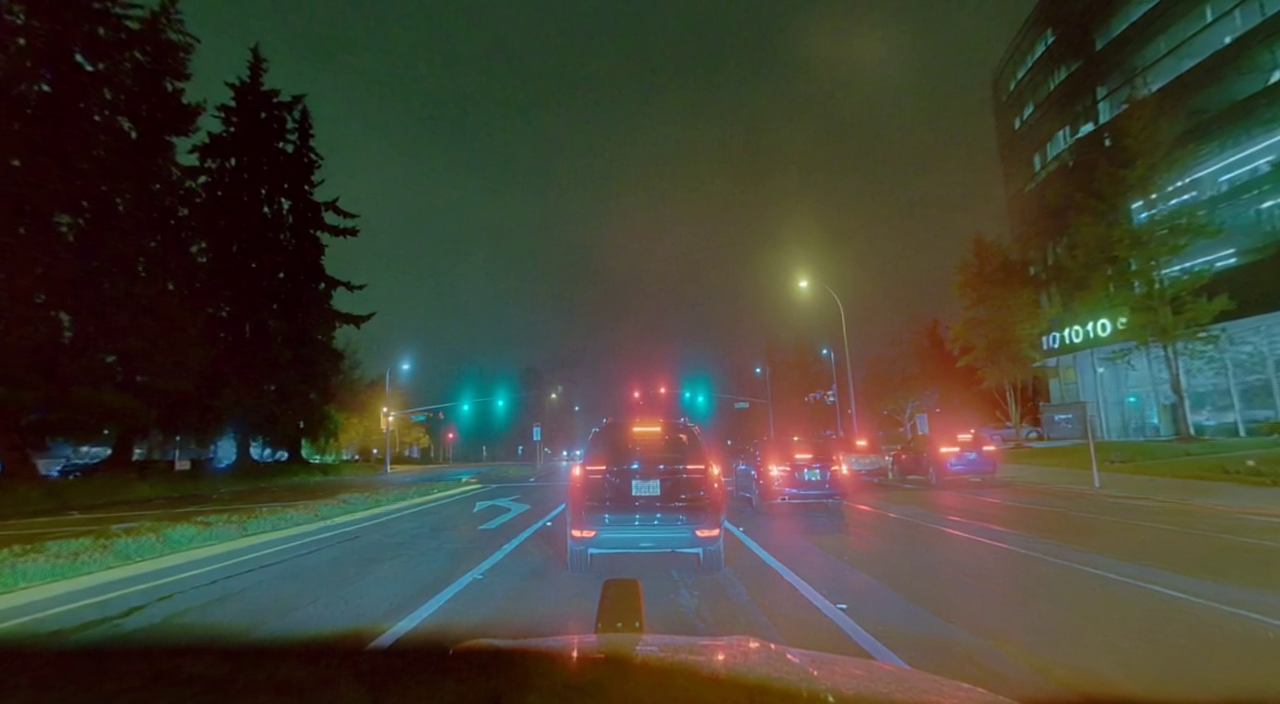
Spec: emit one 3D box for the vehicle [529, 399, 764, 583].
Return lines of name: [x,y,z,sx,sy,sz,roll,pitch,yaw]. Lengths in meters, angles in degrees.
vehicle: [0.061,1.660,8.262,2.266,1.762,4.131,0,-9,0]

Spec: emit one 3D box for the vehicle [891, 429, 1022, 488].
vehicle: [10.862,3.698,22.133,2.123,1.812,4.553,0,-9,-1]

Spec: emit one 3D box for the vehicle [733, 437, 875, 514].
vehicle: [3.495,2.719,14.414,1.997,1.471,4.321,0,-9,-1]
